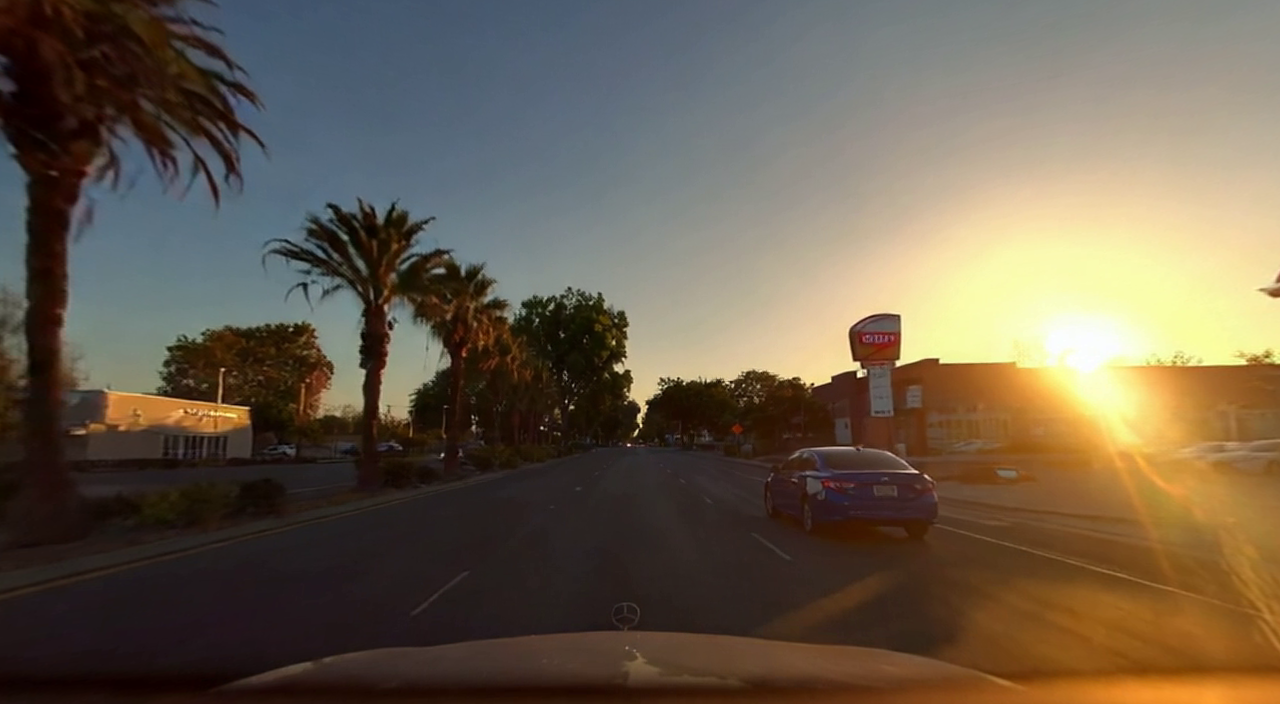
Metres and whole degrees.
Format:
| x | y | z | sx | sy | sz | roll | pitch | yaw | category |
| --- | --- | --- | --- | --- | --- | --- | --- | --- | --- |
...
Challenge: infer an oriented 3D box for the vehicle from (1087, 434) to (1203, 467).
| x | y | z | sx | sy | sz | roll | pitch | yaw | category |
| --- | --- | --- | --- | --- | --- | --- | --- | --- | --- |
| 32.326 | 6.292 | 40.547 | 5.339 | 1.812 | 2.175 | -3 | -9 | 3 | vehicle |

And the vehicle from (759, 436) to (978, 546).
| x | y | z | sx | sy | sz | roll | pitch | yaw | category |
| --- | --- | --- | --- | --- | --- | --- | --- | --- | --- |
| 3.467 | 2.167 | 10.616 | 1.978 | 1.442 | 4.262 | 0 | -8 | -2 | vehicle |
